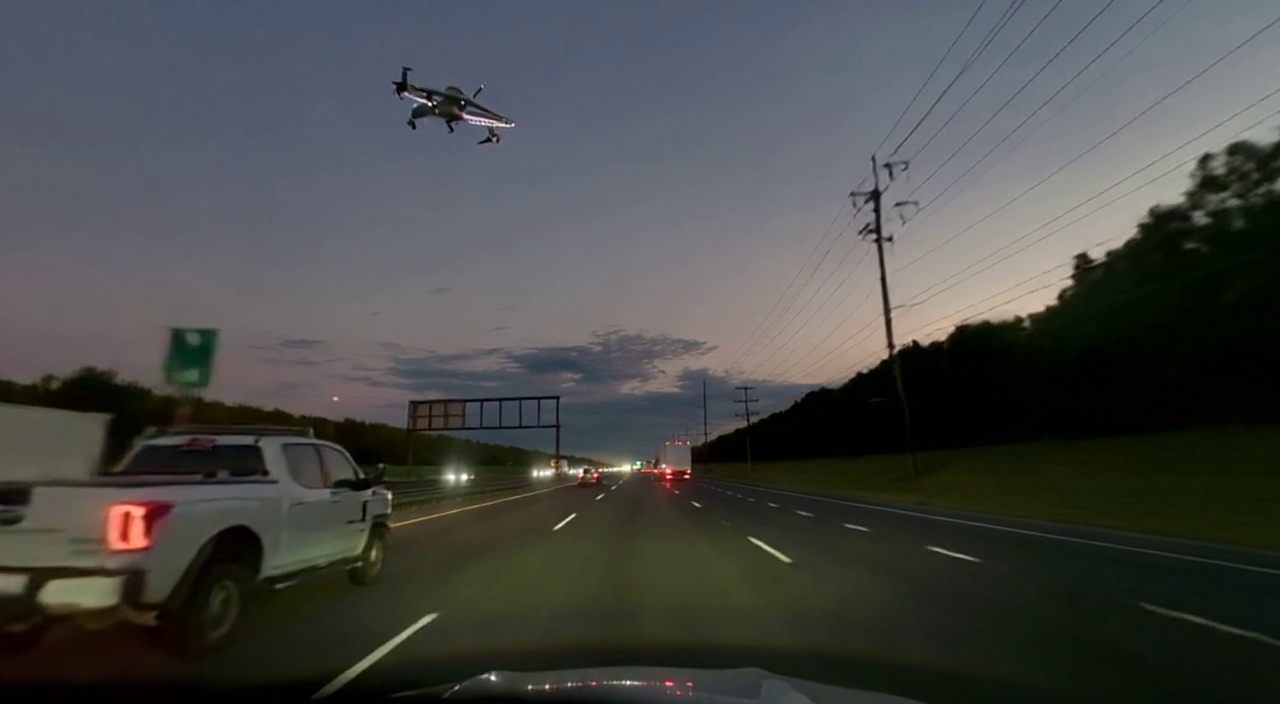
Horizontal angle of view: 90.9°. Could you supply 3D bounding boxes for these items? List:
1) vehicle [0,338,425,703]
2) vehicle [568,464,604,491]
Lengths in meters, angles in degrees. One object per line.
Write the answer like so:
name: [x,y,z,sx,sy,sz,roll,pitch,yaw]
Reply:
vehicle: [-3.274,1.185,4.291,2.065,1.722,4.441,1,-11,-1]
vehicle: [-3.390,8.012,40.352,1.942,1.597,3.943,1,-11,0]
